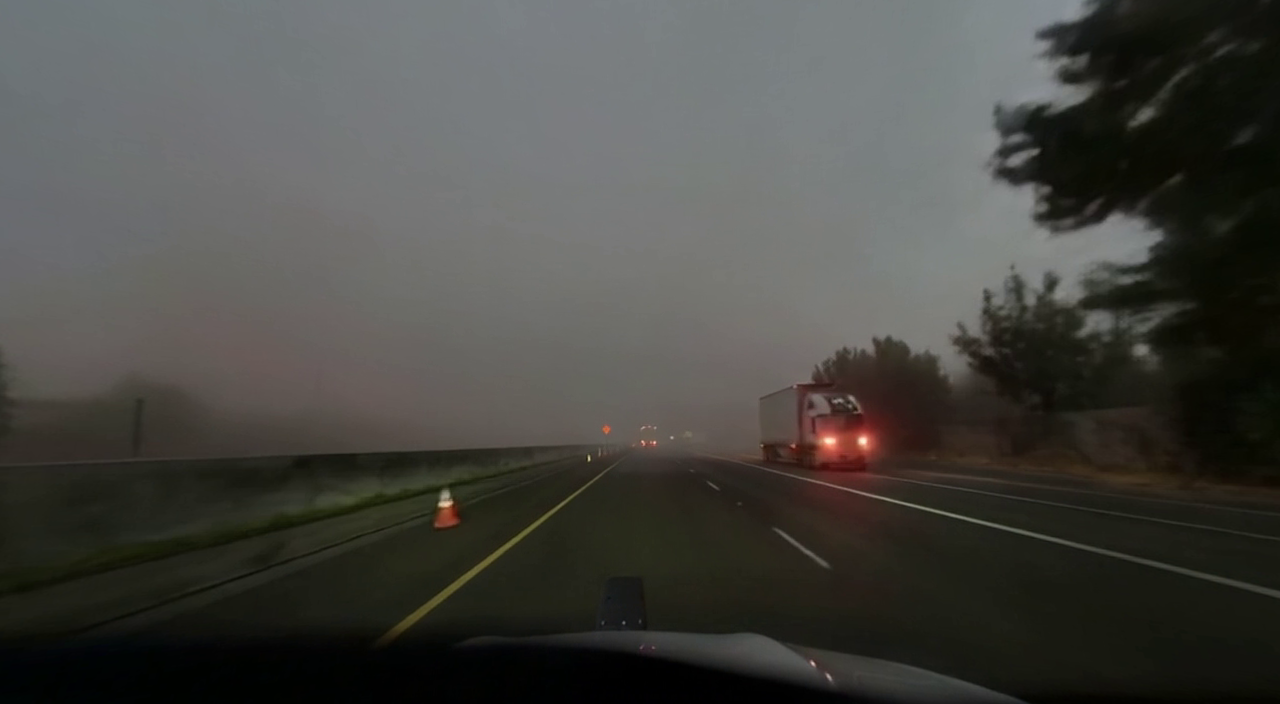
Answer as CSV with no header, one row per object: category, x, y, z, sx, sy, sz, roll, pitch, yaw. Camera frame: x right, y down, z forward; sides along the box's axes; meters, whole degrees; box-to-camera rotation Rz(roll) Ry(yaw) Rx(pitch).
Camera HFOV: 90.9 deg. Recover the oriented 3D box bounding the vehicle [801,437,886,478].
vehicle,8.484,4.420,26.661,2.611,1.607,3.179,0,-8,2
